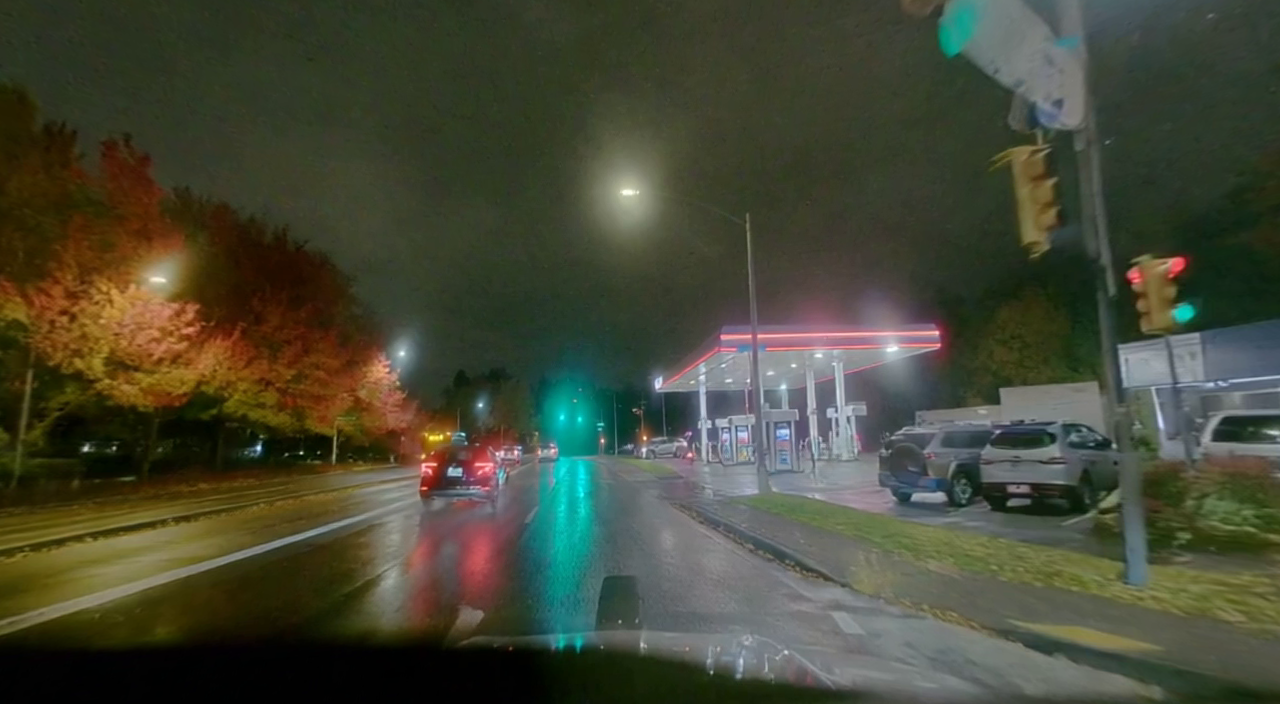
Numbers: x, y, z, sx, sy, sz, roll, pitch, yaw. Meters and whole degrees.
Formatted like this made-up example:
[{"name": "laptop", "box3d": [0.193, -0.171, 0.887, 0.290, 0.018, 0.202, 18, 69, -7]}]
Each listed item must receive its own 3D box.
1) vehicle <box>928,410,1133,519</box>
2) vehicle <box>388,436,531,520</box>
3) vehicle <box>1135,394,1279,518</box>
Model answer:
[{"name": "vehicle", "box3d": [7.378, 2.012, 11.652, 4.481, 1.610, 2.048, 7, -12, -43]}, {"name": "vehicle", "box3d": [-3.636, 2.602, 13.485, 2.092, 1.507, 4.078, 0, -9, -4]}, {"name": "vehicle", "box3d": [9.624, 1.553, 9.682, 4.986, 1.521, 2.202, 7, -12, -43]}]
